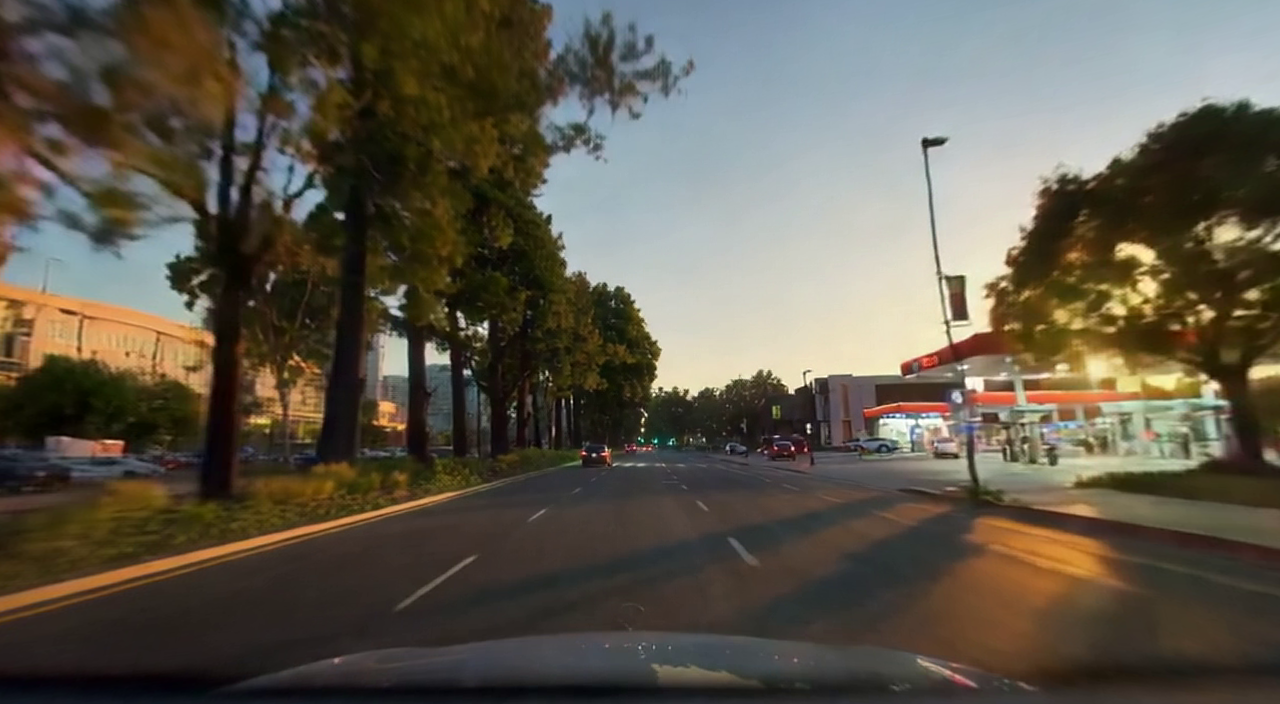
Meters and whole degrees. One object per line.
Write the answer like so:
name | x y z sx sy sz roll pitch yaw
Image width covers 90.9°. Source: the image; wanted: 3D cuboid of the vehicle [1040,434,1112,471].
vehicle | 20.864 4.782 30.066 4.394 1.624 1.803 8 -13 -43

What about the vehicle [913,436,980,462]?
vehicle | 21.462 6.767 44.107 4.484 1.697 1.959 5 -10 -30

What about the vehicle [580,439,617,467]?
vehicle | -2.826 7.052 44.114 2.196 1.801 4.542 0 -8 1
